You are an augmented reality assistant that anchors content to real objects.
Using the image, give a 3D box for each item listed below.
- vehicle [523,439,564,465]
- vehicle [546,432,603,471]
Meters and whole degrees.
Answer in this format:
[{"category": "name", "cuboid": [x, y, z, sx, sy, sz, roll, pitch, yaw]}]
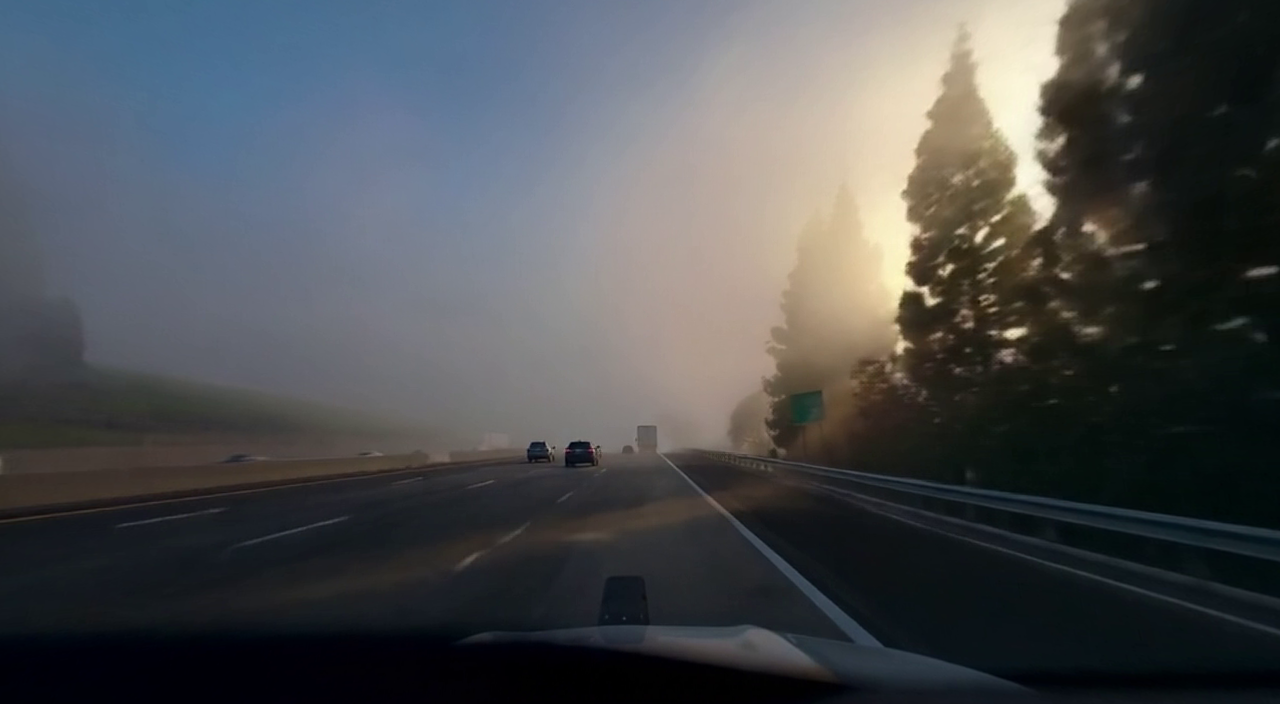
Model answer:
[{"category": "vehicle", "cuboid": [-6.586, 6.854, 43.481, 2.062, 1.691, 4.278, 0, -8, 0]}, {"category": "vehicle", "cuboid": [-3.249, 5.104, 32.463, 2.283, 1.802, 4.810, 0, -8, 1]}]
